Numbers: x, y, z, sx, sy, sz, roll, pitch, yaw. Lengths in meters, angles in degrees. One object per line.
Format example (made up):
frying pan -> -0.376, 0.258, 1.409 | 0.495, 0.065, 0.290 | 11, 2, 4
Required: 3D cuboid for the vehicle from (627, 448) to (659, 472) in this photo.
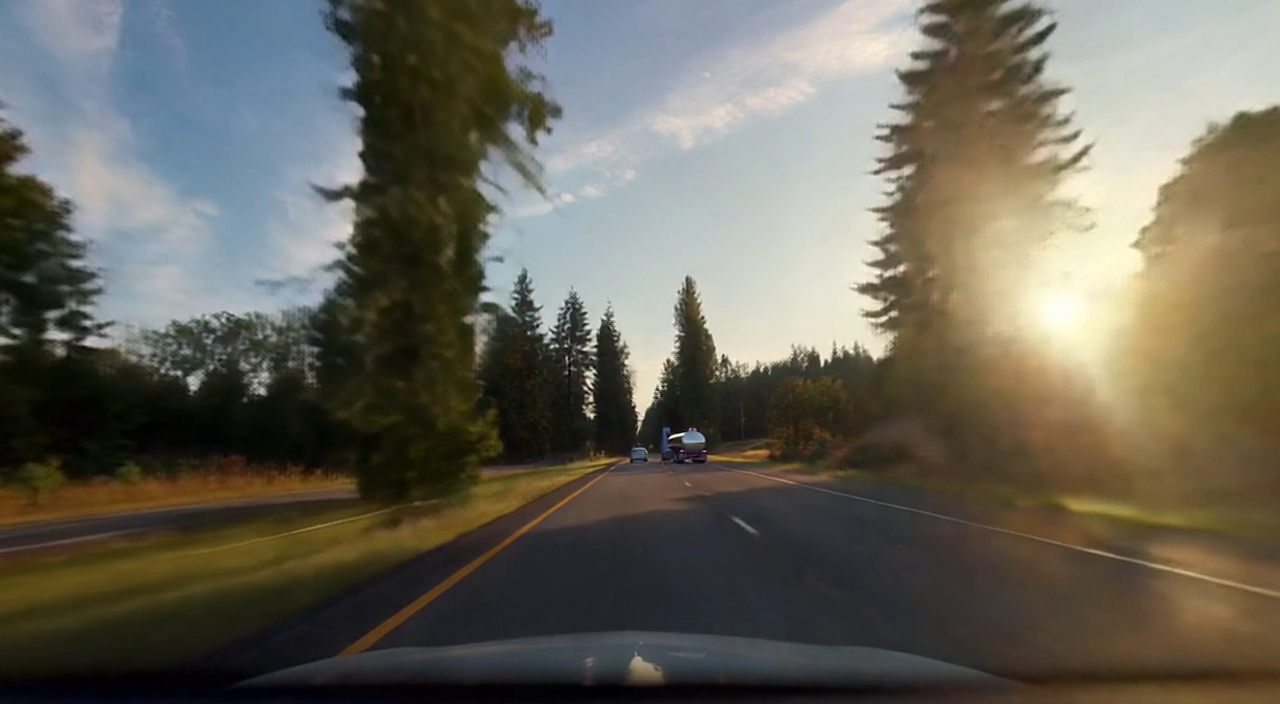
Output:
vehicle -> 0.177, 6.656, 38.956 | 1.926, 1.386, 3.615 | 0, -9, 0
